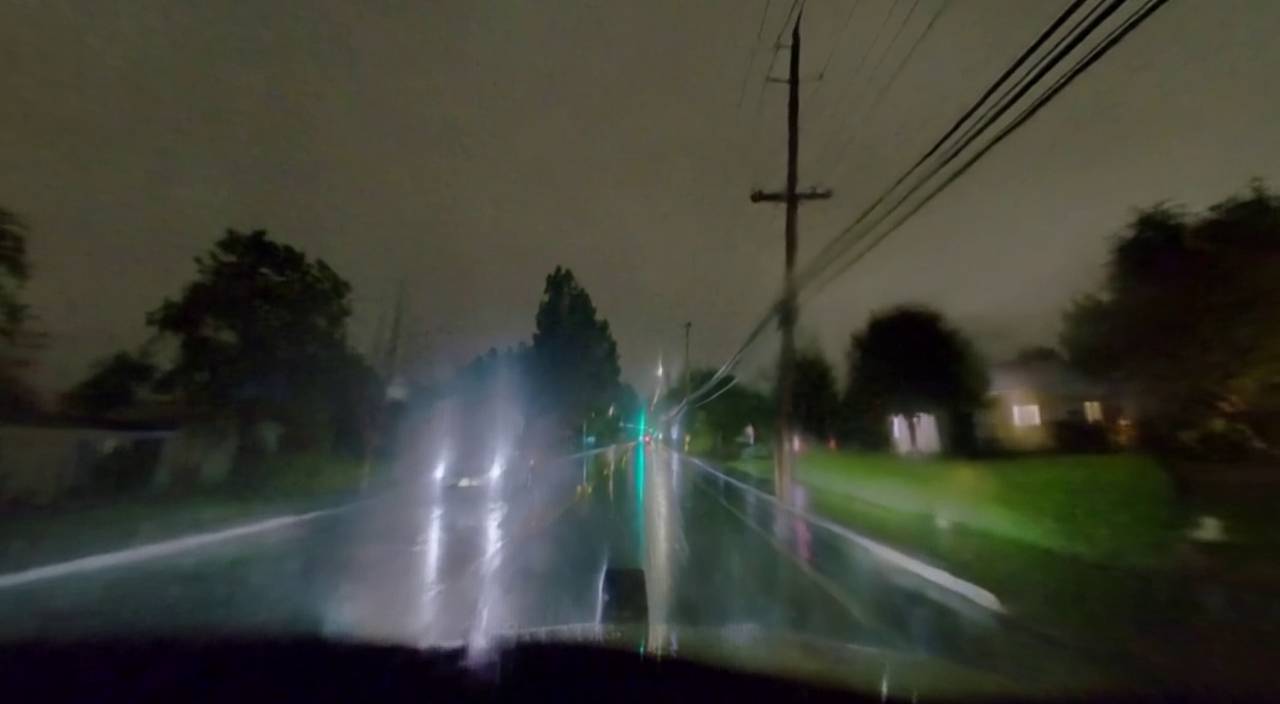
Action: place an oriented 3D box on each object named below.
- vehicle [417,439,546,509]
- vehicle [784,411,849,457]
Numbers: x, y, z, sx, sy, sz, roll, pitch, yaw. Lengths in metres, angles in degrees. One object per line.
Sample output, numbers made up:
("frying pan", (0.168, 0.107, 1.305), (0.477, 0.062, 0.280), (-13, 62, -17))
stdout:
("vehicle", (-3.747, 2.969, 15.844), (2.028, 1.488, 4.392), (-1, -8, 1))
("vehicle", (7.897, 3.772, 28.674), (1.878, 1.743, 4.556), (-6, -9, 4))
